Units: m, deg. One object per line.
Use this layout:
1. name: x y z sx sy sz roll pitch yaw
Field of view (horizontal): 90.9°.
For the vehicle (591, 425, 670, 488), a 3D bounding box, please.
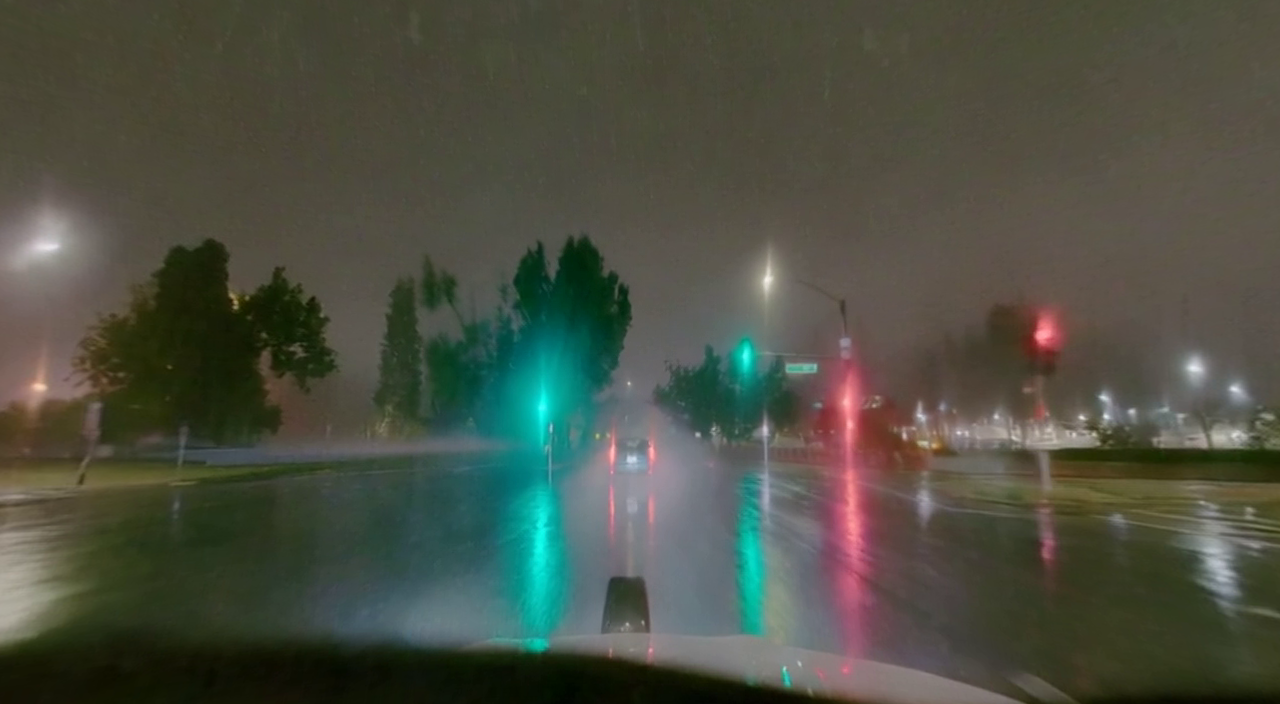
1. vehicle: -0.268 3.211 19.632 2.192 1.734 4.176 0 -8 0
